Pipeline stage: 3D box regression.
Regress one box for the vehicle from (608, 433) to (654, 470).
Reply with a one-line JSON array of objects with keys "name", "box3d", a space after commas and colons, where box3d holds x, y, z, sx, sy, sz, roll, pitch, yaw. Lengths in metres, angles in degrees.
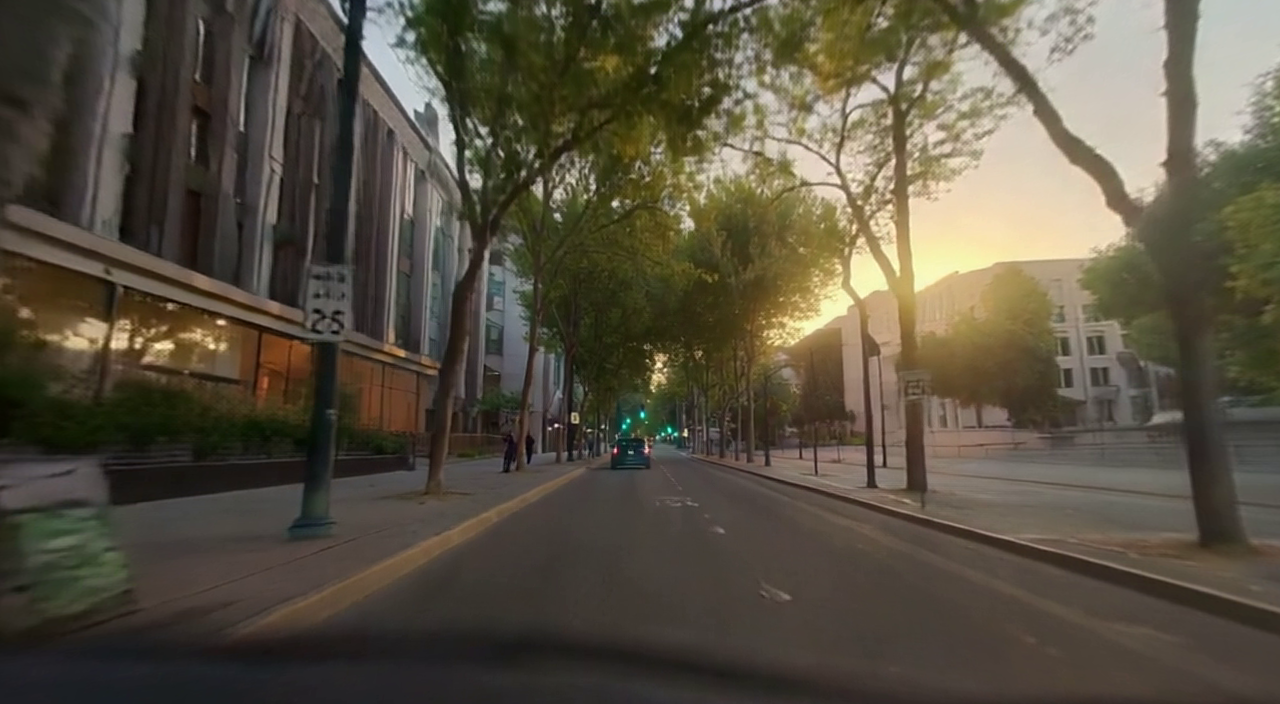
[{"name": "vehicle", "box3d": [-0.450, 4.821, 30.609, 2.079, 1.621, 3.861, 0, -9, -1]}]
